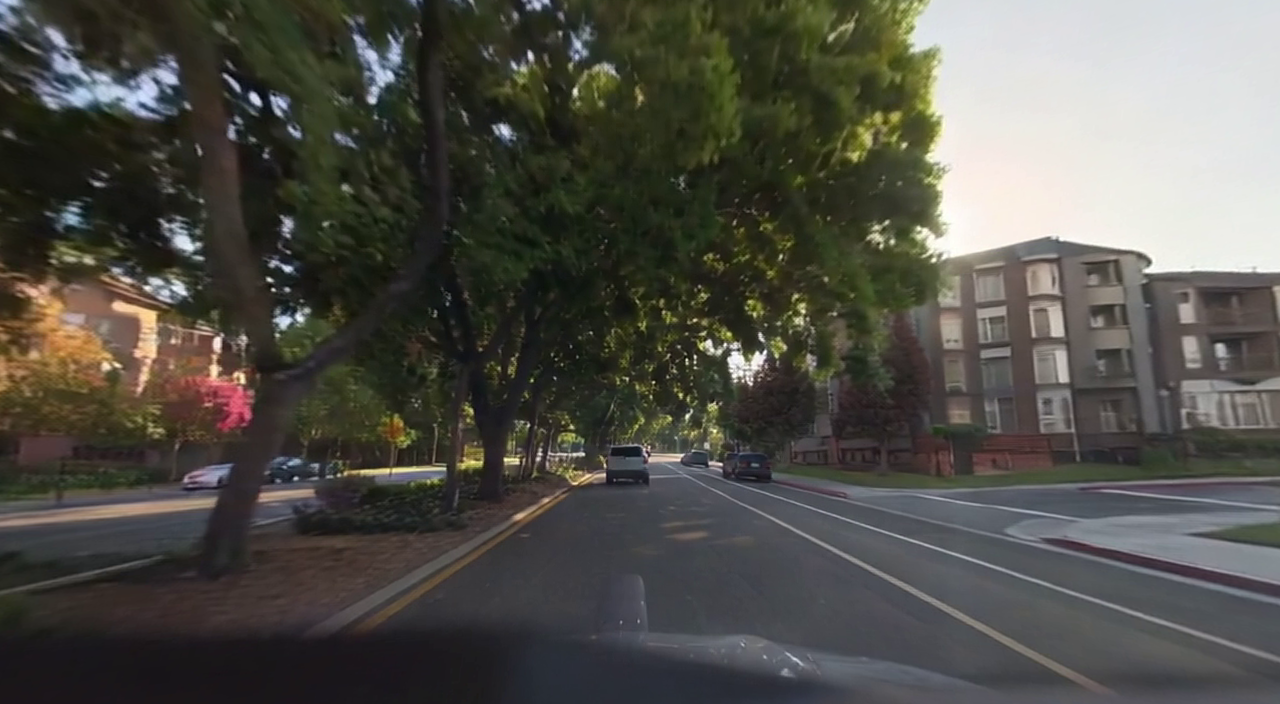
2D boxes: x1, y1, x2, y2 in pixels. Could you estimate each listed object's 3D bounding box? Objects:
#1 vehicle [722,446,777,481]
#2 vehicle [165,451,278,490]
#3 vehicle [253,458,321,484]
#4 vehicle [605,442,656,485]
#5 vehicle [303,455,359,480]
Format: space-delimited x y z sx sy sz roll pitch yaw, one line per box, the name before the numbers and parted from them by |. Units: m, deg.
vehicle | 5.699 5.810 33.323 1.970 1.696 4.405 0 -8 -2
vehicle | -22.457 6.350 34.319 2.338 1.842 5.722 0 -8 -1
vehicle | -22.368 7.526 40.237 1.772 1.457 4.505 0 -8 -1
vehicle | -0.419 4.796 27.563 2.070 1.698 3.925 0 -8 -1
vehicle | -22.533 8.398 46.287 1.835 1.644 4.598 0 -8 -1
